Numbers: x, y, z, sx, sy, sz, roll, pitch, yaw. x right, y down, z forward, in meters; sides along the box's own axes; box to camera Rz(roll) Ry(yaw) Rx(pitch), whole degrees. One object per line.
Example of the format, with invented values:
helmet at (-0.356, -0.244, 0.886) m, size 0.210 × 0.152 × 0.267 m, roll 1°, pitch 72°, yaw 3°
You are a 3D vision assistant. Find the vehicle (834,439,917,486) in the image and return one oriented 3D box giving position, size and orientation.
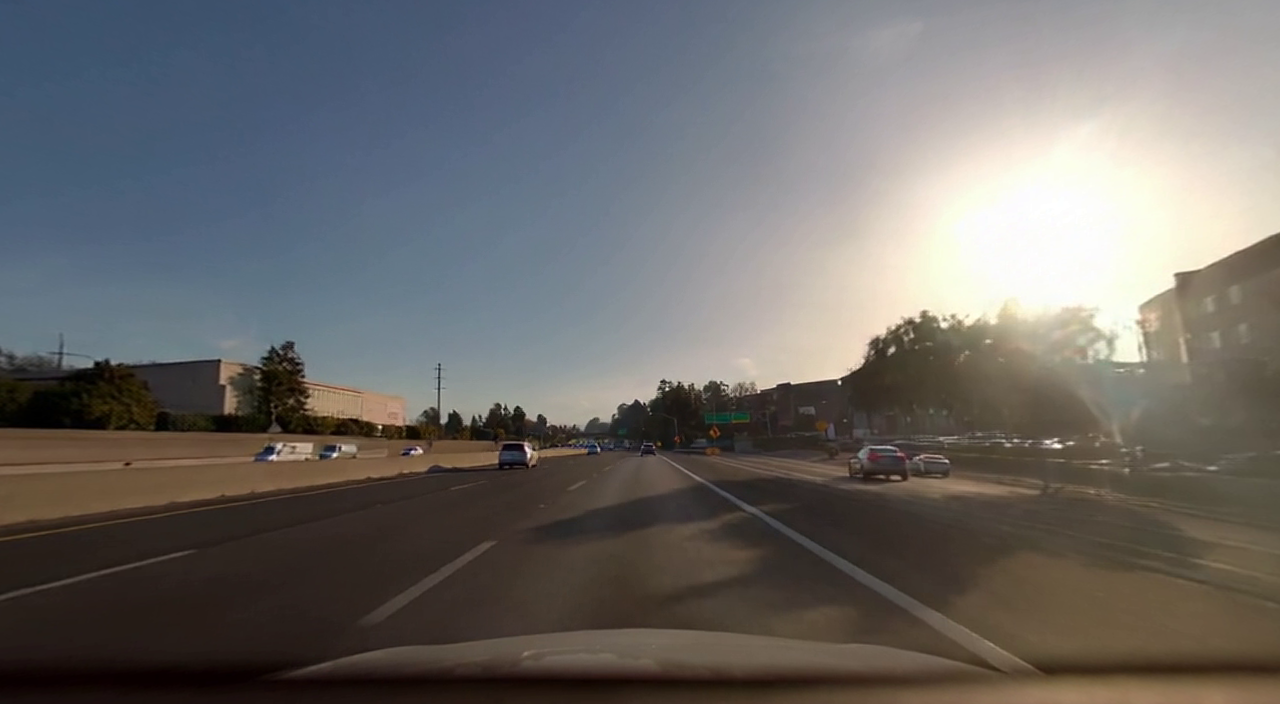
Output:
vehicle at (18.293, 8.588, 49.610) m, size 3.007 × 3.318 × 7.486 m, roll 1°, pitch -8°, yaw -5°

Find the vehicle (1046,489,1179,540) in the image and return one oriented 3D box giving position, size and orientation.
vehicle at (19.833, 6.802, 26.737) m, size 1.875 × 1.610 × 4.265 m, roll 1°, pitch -8°, yaw -10°

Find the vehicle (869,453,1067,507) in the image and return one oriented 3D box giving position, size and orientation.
vehicle at (19.407, 7.697, 39.605) m, size 3.122 × 2.437 × 15.553 m, roll 0°, pitch -8°, yaw -5°

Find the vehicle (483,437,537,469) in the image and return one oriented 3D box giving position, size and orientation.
vehicle at (-7.321, 5.699, 35.913) m, size 2.088 × 1.678 × 4.426 m, roll 0°, pitch -8°, yaw 1°
